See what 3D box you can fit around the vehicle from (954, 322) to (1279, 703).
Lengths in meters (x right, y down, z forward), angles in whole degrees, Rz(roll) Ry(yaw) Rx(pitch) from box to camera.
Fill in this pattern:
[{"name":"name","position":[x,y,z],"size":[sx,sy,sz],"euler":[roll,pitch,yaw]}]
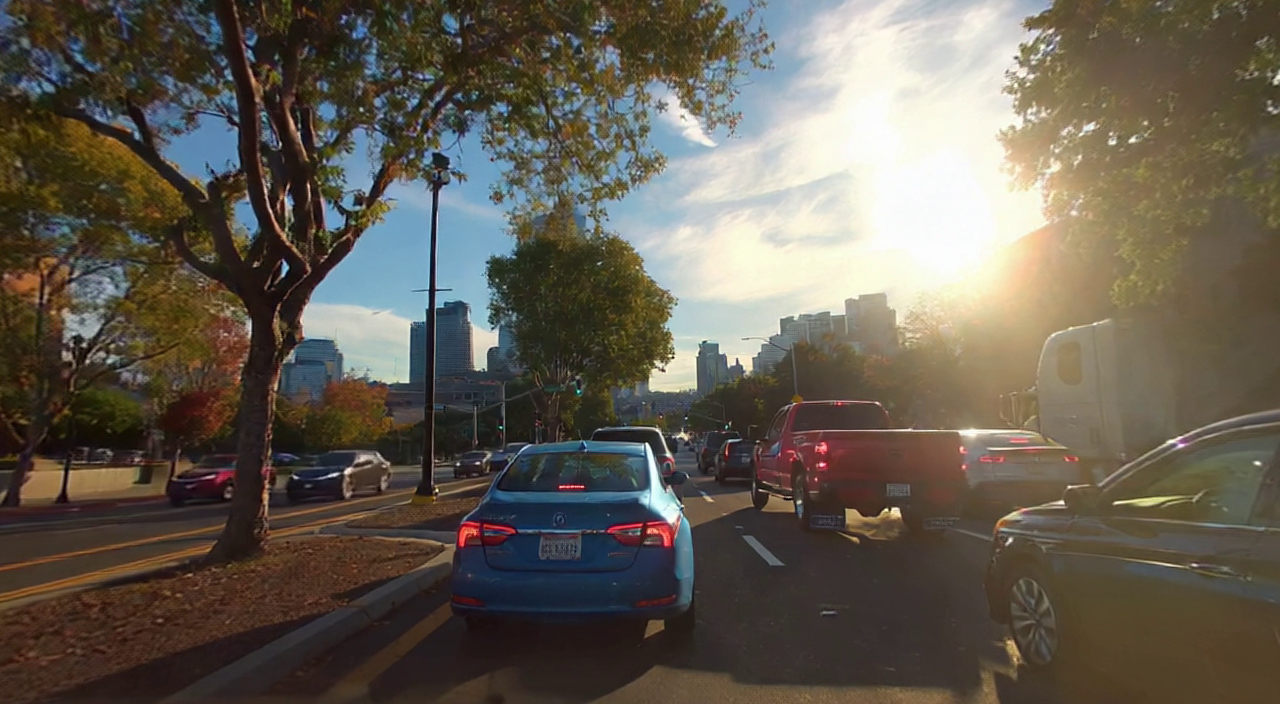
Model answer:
[{"name":"vehicle","position":[3.161,0.754,2.071],"size":[1.982,1.709,4.427],"euler":[0,-9,1]}]

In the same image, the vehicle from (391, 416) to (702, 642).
[{"name":"vehicle","position":[-0.578,1.500,6.335],"size":[2.111,1.506,4.018],"euler":[0,-9,2]}]

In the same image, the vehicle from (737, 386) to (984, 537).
[{"name":"vehicle","position":[3.518,1.956,11.705],"size":[2.444,2.098,5.766],"euler":[0,-8,-1]}]

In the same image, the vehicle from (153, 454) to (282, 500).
[{"name":"vehicle","position":[-16.170,4.751,24.319],"size":[1.966,1.563,4.203],"euler":[0,-9,2]}]

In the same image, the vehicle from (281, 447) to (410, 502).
[{"name":"vehicle","position":[-9.290,3.866,20.297],"size":[1.925,1.524,4.440],"euler":[0,-9,2]}]
